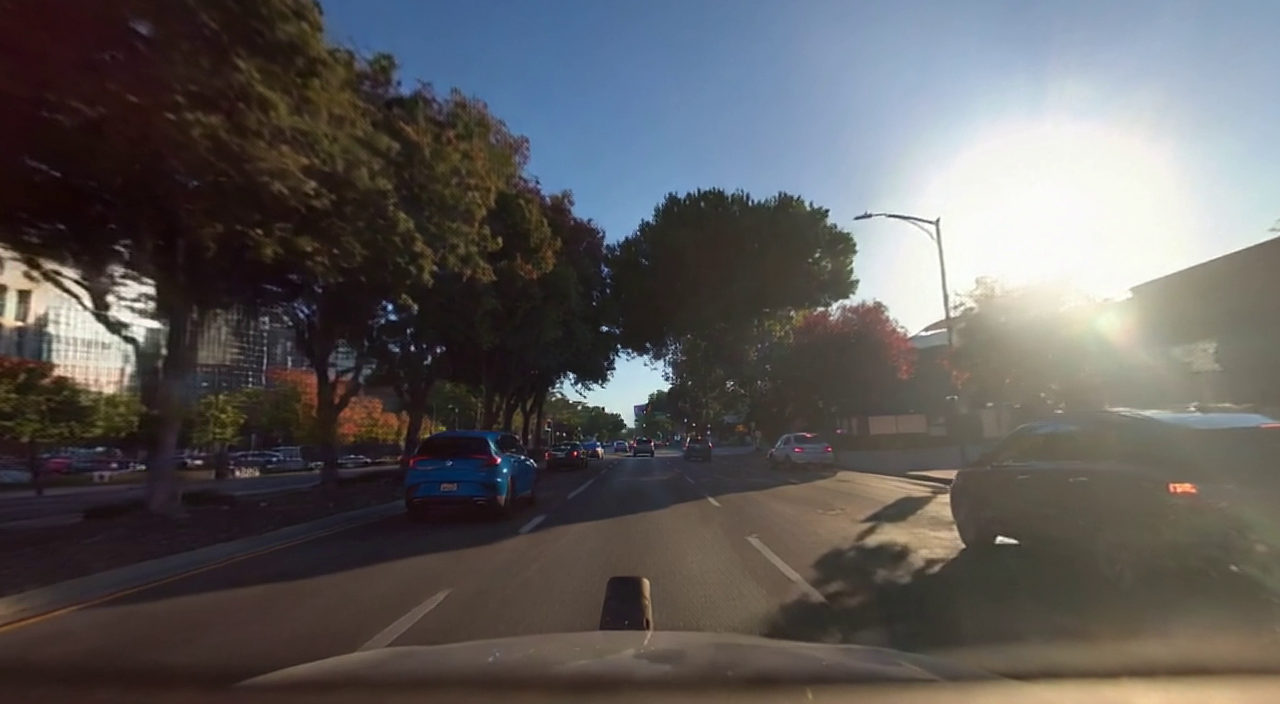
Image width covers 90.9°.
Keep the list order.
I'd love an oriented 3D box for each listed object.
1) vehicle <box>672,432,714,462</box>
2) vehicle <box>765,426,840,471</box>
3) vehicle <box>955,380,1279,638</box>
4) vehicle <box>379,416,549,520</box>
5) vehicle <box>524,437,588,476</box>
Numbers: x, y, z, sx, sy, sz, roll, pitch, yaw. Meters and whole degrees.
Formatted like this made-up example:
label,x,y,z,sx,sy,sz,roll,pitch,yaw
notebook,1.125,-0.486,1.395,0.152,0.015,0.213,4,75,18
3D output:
label,x,y,z,sx,sy,sz,roll,pitch,yaw
vehicle,3.353,6.130,40.759,2.178,1.804,4.766,0,-8,-1
vehicle,7.097,4.284,28.017,2.076,1.793,4.464,0,-8,-1
vehicle,5.242,1.329,6.326,2.088,1.666,4.512,-1,-8,5
vehicle,-3.264,2.264,12.763,2.141,1.719,4.379,0,-8,0
vehicle,-3.397,4.309,26.315,2.036,1.465,4.301,0,-8,1
